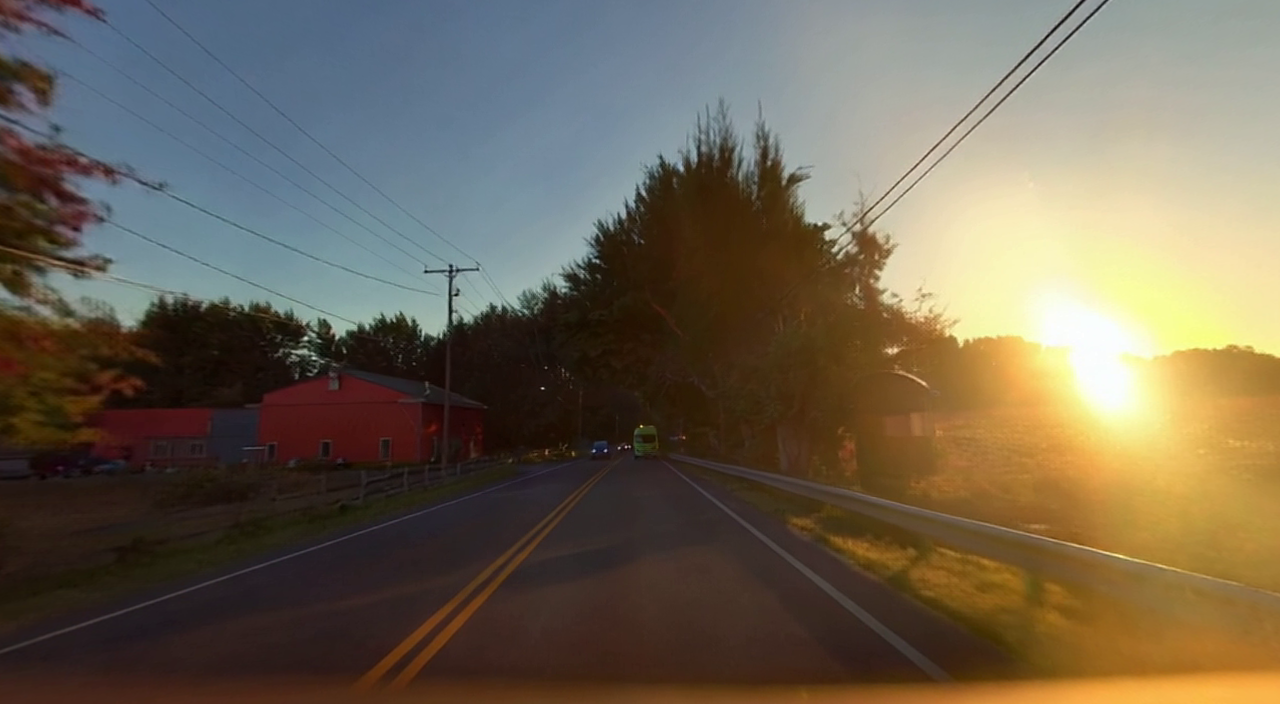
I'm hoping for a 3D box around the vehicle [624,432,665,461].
[{"bbox_3d":[0.186,6.592,44.121,2.649,1.870,5.885,0,-8,-2],"label":"vehicle"}]
